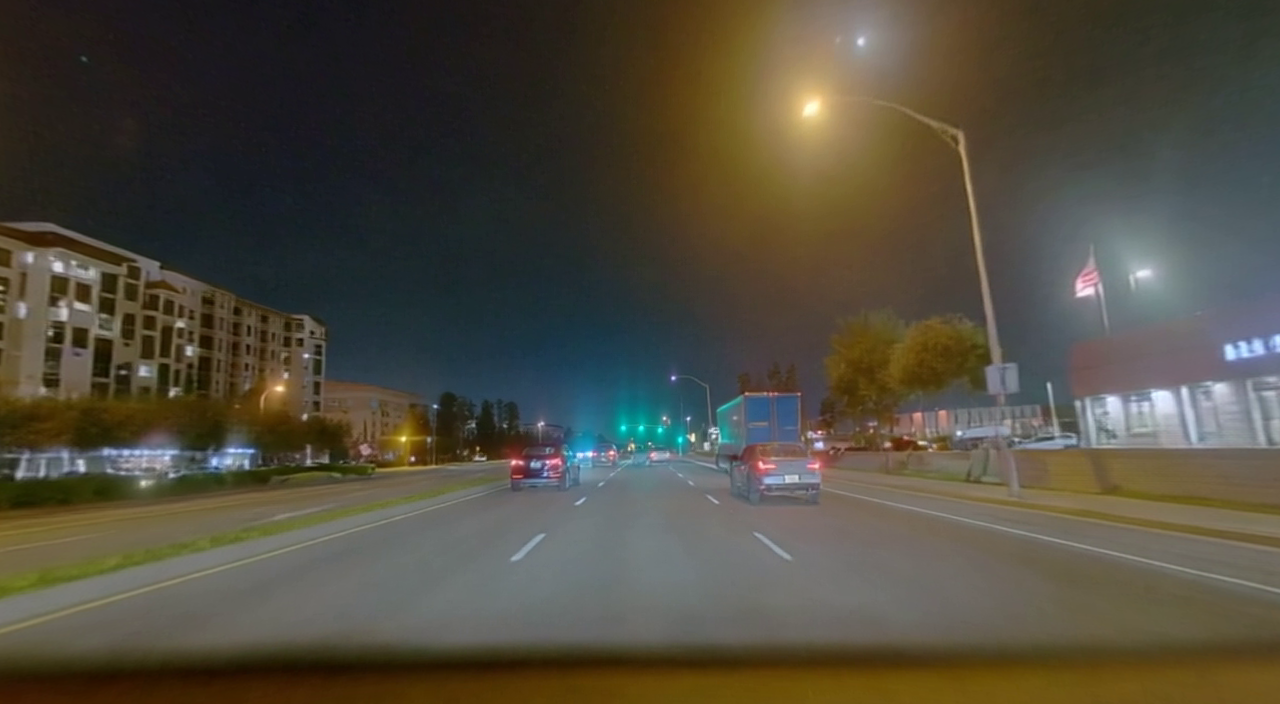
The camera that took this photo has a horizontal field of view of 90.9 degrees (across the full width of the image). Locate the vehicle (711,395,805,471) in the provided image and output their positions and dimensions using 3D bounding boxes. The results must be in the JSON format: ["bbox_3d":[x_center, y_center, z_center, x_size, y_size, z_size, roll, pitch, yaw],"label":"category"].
[{"bbox_3d":[7.663,5.868,44.473,3.383,4.268,17.469,0,-8,0],"label":"vehicle"}]

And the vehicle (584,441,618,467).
[{"bbox_3d":[-2.800,7.488,46.470,2.137,1.796,4.304,0,-8,1],"label":"vehicle"}]

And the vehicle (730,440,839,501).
[{"bbox_3d":[3.805,3.201,17.428,1.972,1.452,4.189,0,-8,0],"label":"vehicle"}]

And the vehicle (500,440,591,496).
[{"bbox_3d":[-2.763,3.502,19.474,2.003,1.509,4.396,-1,-8,2],"label":"vehicle"}]

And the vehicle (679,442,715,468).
[{"bbox_3d":[3.837,6.994,42.973,2.050,1.683,3.990,0,-8,0],"label":"vehicle"}]

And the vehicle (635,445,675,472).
[{"bbox_3d":[0.800,6.132,36.494,2.020,1.461,4.326,0,-8,-2],"label":"vehicle"}]
